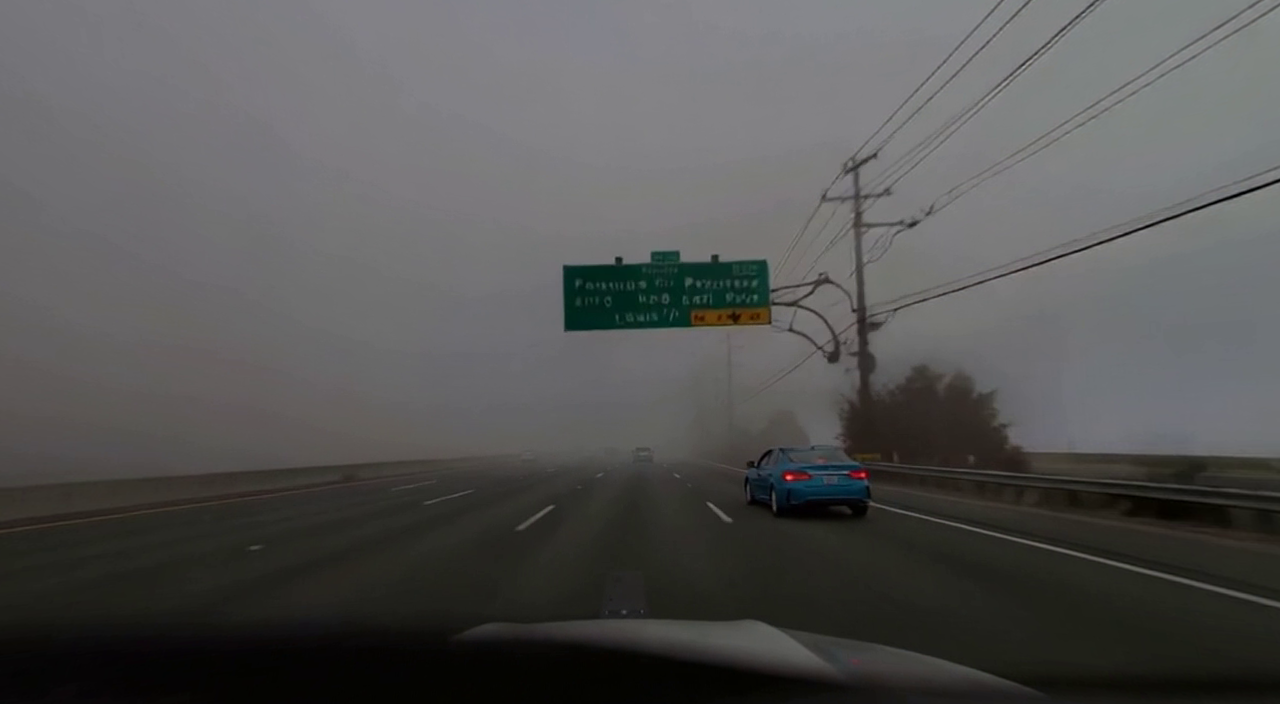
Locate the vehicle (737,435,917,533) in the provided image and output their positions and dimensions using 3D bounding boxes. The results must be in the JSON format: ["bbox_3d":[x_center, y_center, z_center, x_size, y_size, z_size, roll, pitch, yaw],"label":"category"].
[{"bbox_3d":[3.307,2.424,12.251,2.060,1.526,4.387,0,-8,-1],"label":"vehicle"}]

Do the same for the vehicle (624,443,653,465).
[{"bbox_3d":[-0.091,7.453,46.224,2.036,1.474,3.969,0,-8,0],"label":"vehicle"}]
